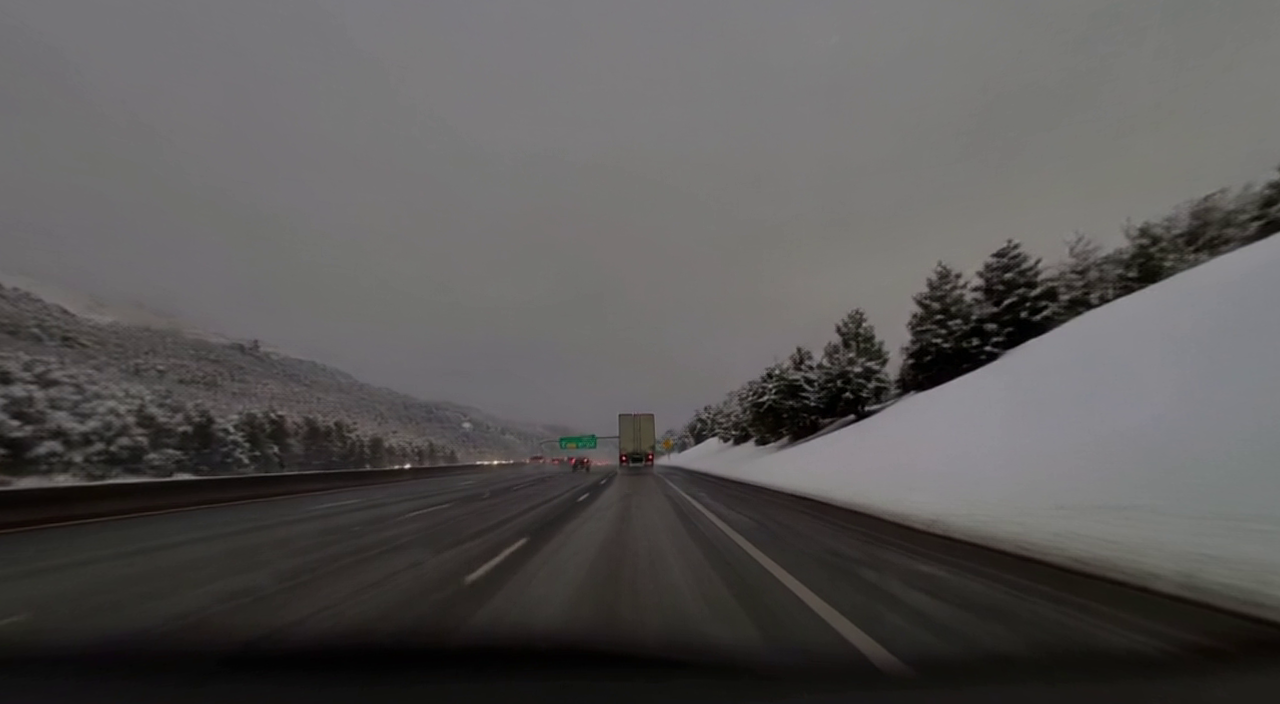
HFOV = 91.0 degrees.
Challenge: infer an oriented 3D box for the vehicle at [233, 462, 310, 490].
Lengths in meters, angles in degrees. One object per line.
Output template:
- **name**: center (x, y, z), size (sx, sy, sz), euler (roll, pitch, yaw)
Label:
- **vehicle**: center (-21.515, 7.236, 36.985), size (1.804, 1.495, 4.335), euler (0, -9, 1)

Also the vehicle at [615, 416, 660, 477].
- **vehicle**: center (-0.110, 7.353, 48.599), size (3.039, 4.131, 11.822), euler (0, -9, 1)

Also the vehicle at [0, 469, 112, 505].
- **vehicle**: center (-28.812, 6.546, 30.872), size (1.848, 1.507, 4.500), euler (0, -9, 0)

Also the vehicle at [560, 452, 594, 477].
- **vehicle**: center (-4.566, 8.228, 46.316), size (2.053, 1.746, 4.508), euler (0, -9, -1)
